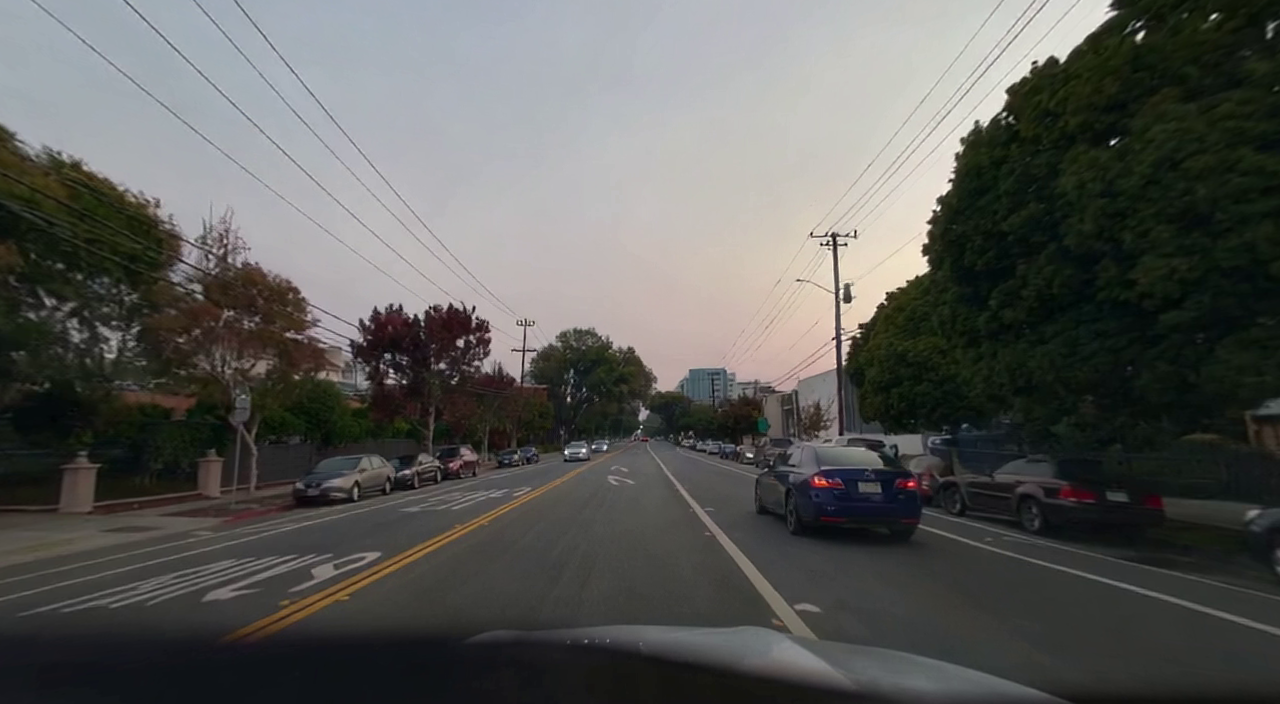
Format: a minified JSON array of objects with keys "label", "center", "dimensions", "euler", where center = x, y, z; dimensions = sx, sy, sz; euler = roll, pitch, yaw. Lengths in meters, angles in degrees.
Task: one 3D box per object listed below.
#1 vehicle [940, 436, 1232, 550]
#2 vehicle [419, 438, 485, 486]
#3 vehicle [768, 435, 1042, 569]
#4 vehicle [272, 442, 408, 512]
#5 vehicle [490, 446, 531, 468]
[{"label":"vehicle","center":[7.785,2.449,11.753],"dimensions":[2.044,1.682,4.466],"euler":[0,-9,-2]},{"label":"vehicle","center":[-9.411,5.487,31.957],"dimensions":[1.981,1.975,4.534],"euler":[-3,-5,-1]},{"label":"vehicle","center":[3.489,2.052,9.533],"dimensions":[2.059,1.489,4.629],"euler":[0,-9,-1]},{"label":"vehicle","center":[-9.388,3.901,20.191],"dimensions":[1.961,1.683,4.483],"euler":[-8,-9,1]},{"label":"vehicle","center":[-9.295,7.560,45.661],"dimensions":[1.944,1.524,4.404],"euler":[-1,-8,1]}]
